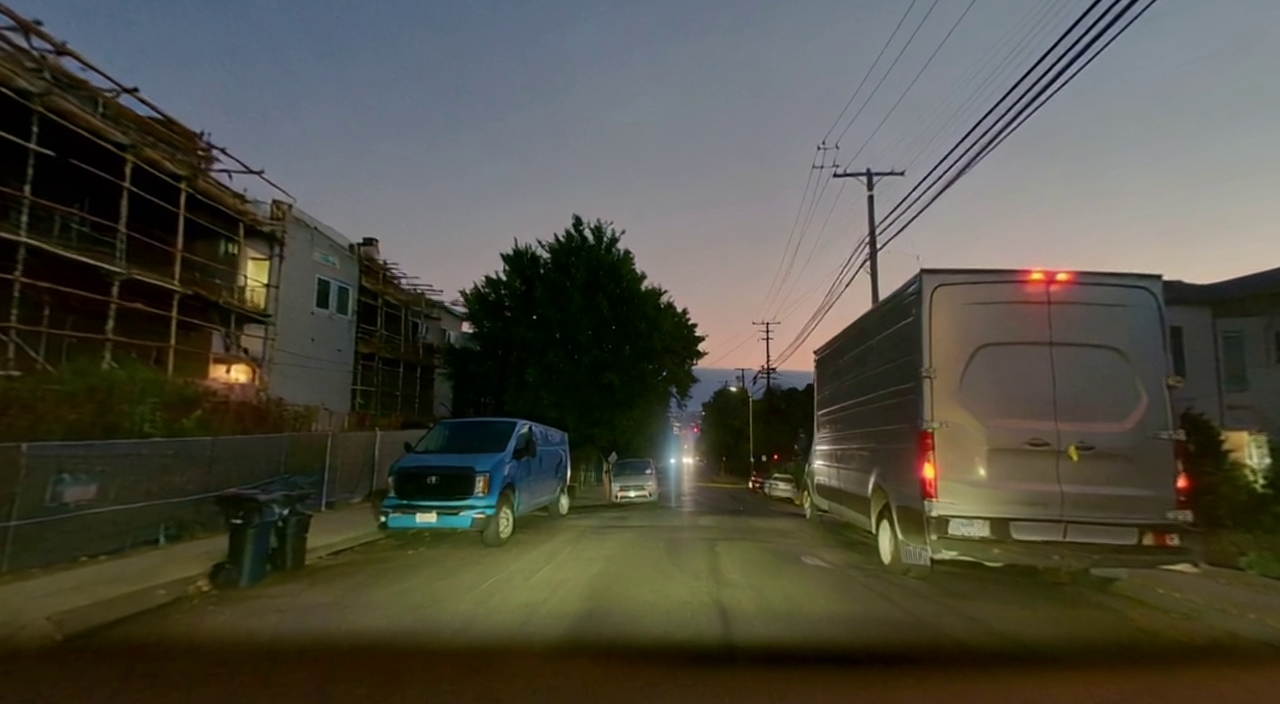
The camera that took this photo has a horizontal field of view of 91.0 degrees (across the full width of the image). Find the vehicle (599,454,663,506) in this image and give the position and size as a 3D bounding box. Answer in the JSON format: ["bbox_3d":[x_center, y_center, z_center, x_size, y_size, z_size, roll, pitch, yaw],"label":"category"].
[{"bbox_3d":[-0.247,5.422,27.148,2.257,1.916,5.089,-1,-9,5],"label":"vehicle"}]

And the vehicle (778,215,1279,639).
[{"bbox_3d":[4.587,1.328,10.670,2.915,3.793,9.963,-1,-8,4],"label":"vehicle"}]

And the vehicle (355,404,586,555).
[{"bbox_3d":[-2.458,1.876,10.667,2.171,1.910,4.789,-2,-4,6],"label":"vehicle"}]

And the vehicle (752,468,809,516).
[{"bbox_3d":[6.755,6.764,30.823,2.124,1.573,4.471,0,-3,5],"label":"vehicle"}]
